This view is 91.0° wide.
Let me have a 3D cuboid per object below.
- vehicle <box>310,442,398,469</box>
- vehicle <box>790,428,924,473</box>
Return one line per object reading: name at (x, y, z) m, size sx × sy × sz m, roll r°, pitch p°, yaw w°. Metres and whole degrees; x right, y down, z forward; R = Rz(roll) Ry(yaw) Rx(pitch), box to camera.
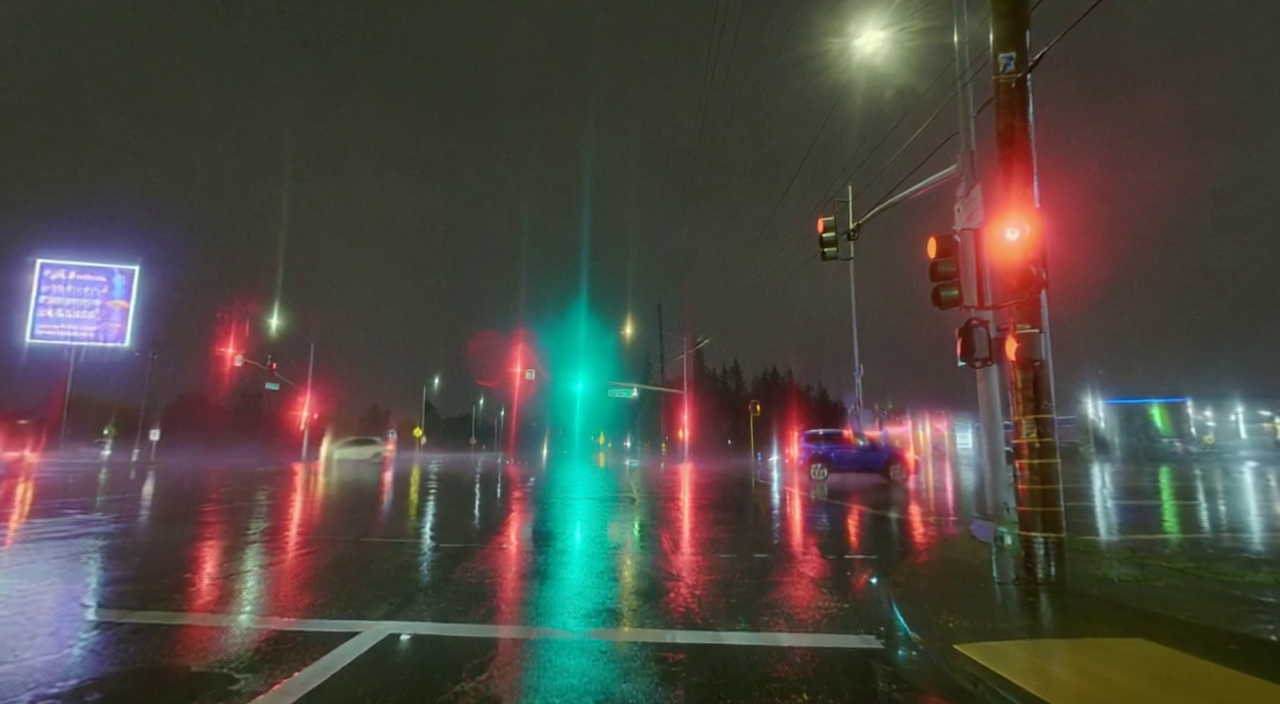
vehicle at (-17.437, 6.327, 38.433) m, size 4.529 × 1.566 × 1.842 m, roll -1°, pitch -9°, yaw 9°
vehicle at (8.697, 4.013, 25.725) m, size 4.884 × 1.714 × 2.021 m, roll -2°, pitch -9°, yaw 12°
